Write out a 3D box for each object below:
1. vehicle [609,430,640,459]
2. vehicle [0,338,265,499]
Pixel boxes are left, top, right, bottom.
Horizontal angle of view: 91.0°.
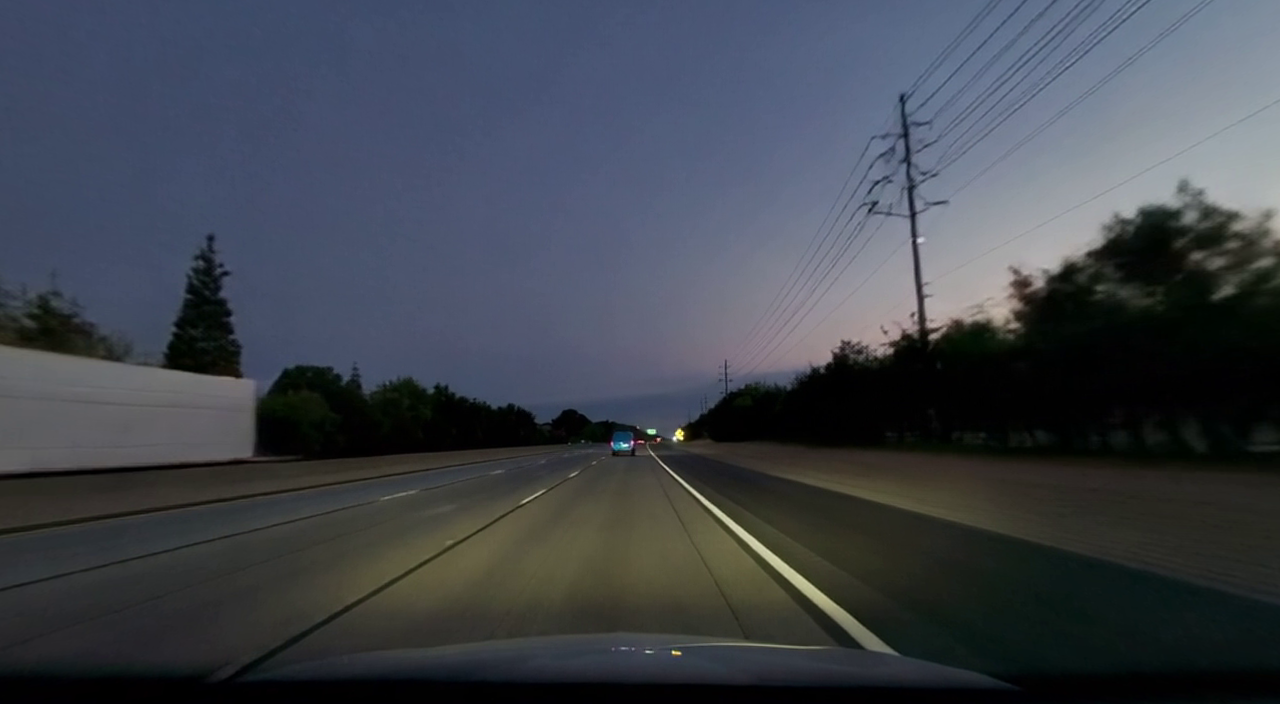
[{"bbox_3d":[-1.022,6.430,43.804,2.041,1.856,4.353,0,-8,0],"label":"vehicle"},{"bbox_3d":[-17.202,2.121,18.928,2.870,3.941,14.518,0,-8,0],"label":"vehicle"}]
